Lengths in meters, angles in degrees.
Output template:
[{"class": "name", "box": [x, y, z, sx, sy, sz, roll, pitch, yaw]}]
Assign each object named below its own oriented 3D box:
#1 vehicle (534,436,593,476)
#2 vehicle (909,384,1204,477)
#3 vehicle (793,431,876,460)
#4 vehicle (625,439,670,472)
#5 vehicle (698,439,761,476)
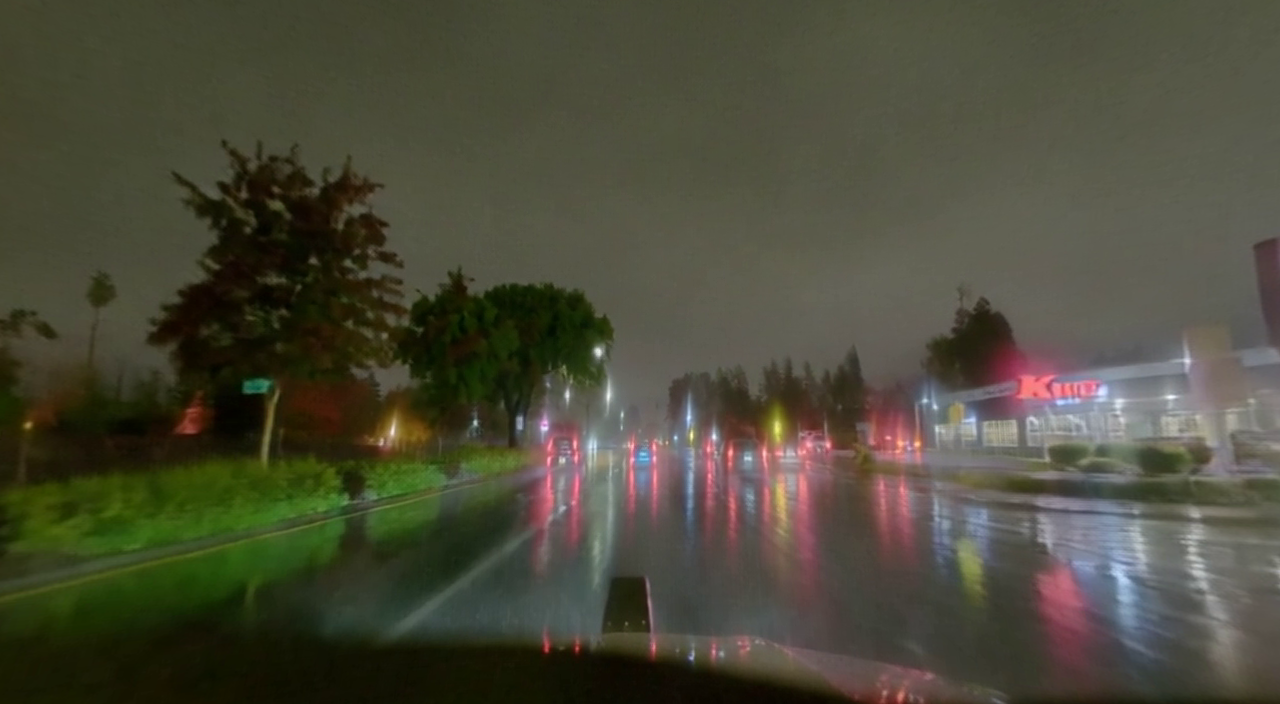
[{"class": "vehicle", "box": [-3.266, 4.523, 27.735, 1.995, 1.607, 4.086, 0, -8, 1]}, {"class": "vehicle", "box": [14.771, 2.933, 23.032, 8.343, 3.028, 3.002, -1, -10, 3]}, {"class": "vehicle", "box": [13.635, 6.588, 44.463, 5.144, 1.834, 2.188, -2, -8, 2]}, {"class": "vehicle", "box": [0.332, 4.983, 30.637, 2.059, 1.477, 4.216, 0, -8, 0]}, {"class": "vehicle", "box": [3.766, 4.514, 27.286, 2.012, 1.462, 4.400, 0, -8, -1]}]
